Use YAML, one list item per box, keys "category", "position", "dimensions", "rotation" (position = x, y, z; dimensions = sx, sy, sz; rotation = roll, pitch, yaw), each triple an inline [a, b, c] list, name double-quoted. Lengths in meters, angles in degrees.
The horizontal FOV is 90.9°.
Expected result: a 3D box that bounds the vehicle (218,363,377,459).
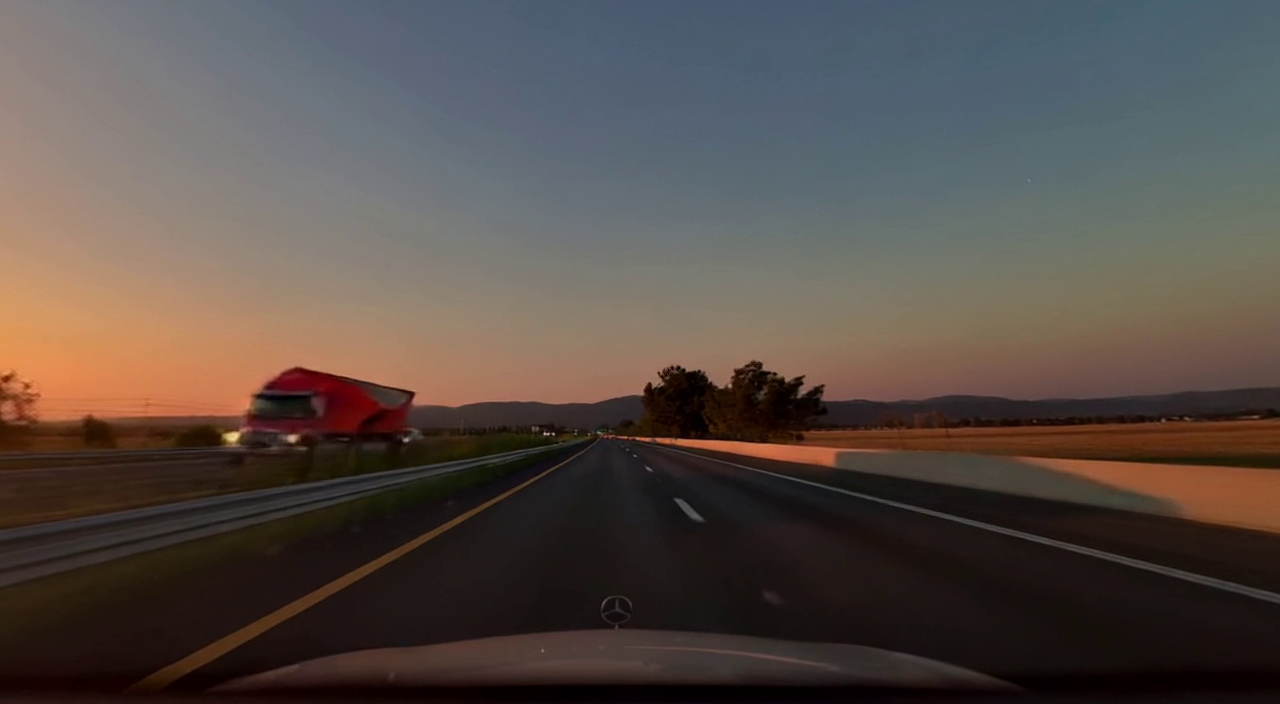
- category: "vehicle"
  position: [-14.526, 2.713, 27.641]
  dimensions: [2.889, 3.606, 7.557]
  rotation: [0, -8, -2]
